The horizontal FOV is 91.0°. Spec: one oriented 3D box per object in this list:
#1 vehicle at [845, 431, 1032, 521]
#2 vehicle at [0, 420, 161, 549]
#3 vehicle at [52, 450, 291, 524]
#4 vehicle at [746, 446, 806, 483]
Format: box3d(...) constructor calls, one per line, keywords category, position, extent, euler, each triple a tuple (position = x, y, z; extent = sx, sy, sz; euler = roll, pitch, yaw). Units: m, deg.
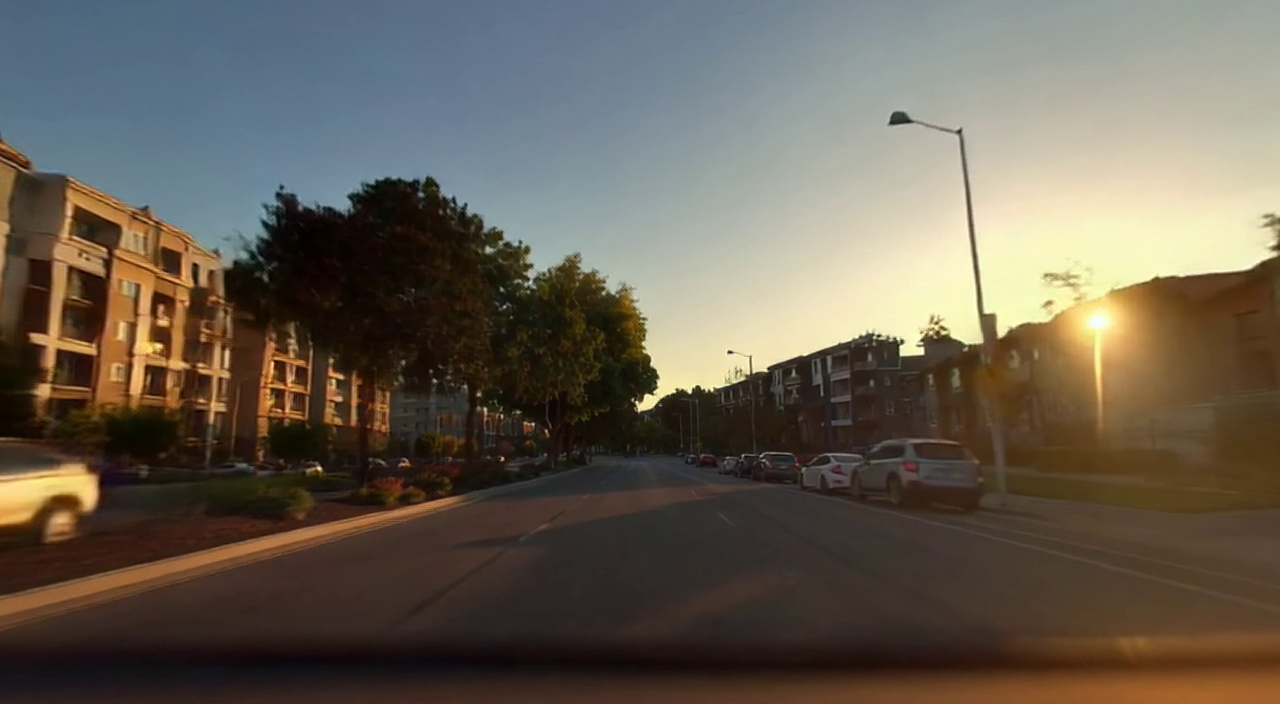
box3d(category="vehicle", position=(7.099, 2.996, 15.741), extent=(2.241, 1.877, 4.810), euler=(0, -9, 0))
box3d(category="vehicle", position=(-11.814, 2.253, 10.768), extent=(2.445, 2.105, 5.995), euler=(0, -9, 0))
box3d(category="vehicle", position=(-11.800, 3.400, 16.458), extent=(2.629, 1.623, 4.633), euler=(0, -9, 1))
box3d(category="vehicle", position=(6.850, 5.702, 32.125), extent=(2.078, 1.699, 4.292), euler=(0, -9, 0))
